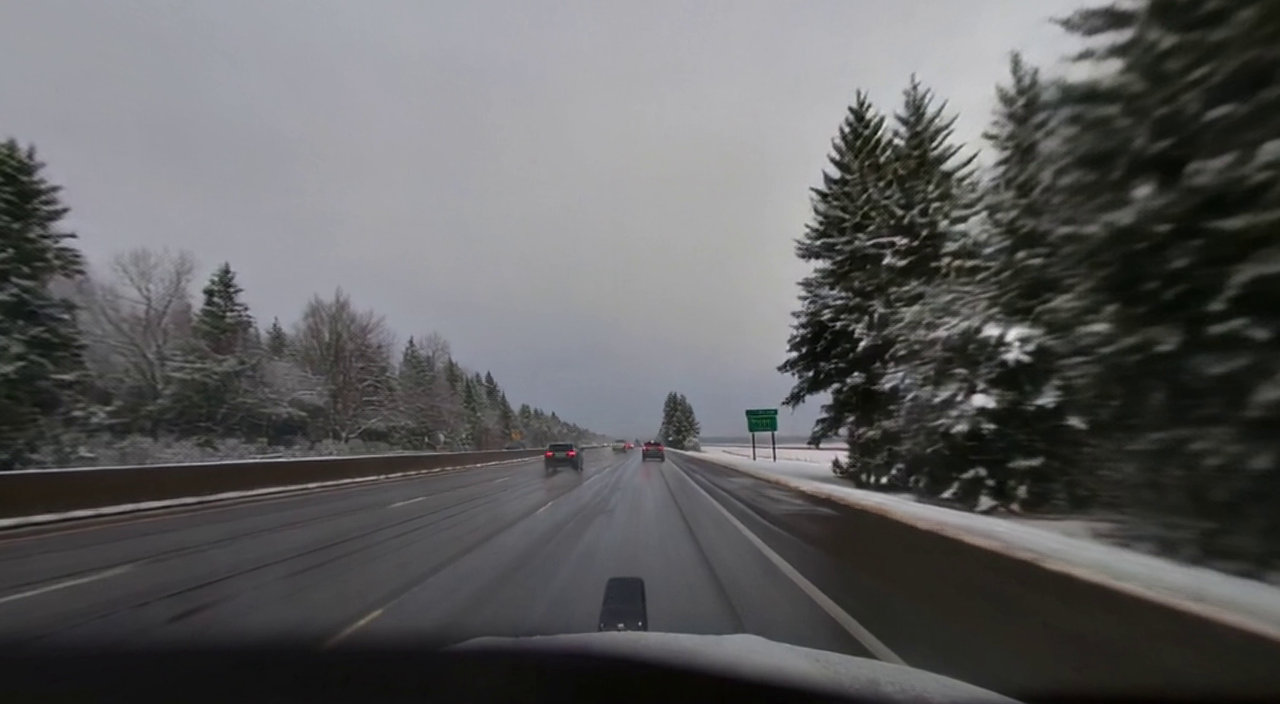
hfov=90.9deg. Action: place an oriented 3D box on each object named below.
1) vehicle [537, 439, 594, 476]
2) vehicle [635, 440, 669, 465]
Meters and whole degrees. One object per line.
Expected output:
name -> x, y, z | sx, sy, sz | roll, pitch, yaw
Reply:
vehicle -> -3.418, 4.966, 29.919 | 2.028, 1.634, 4.441 | 0, -8, 2
vehicle -> 0.828, 6.998, 44.068 | 2.259, 1.697, 4.106 | 0, -8, 1
